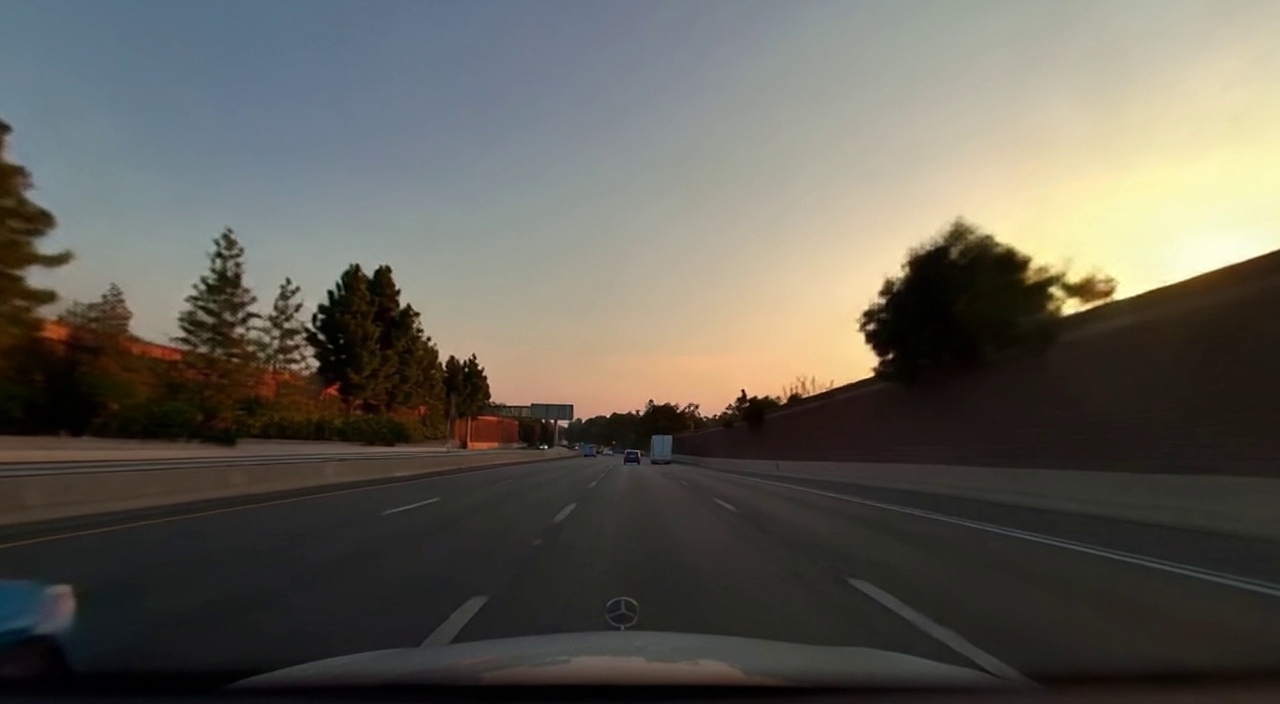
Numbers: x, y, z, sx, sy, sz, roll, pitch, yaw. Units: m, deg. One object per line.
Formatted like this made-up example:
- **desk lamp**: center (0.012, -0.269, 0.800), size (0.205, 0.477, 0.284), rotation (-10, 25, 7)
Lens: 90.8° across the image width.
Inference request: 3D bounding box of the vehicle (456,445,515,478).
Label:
- **vehicle**: center (-7.458, 5.307, 30.804), size (1.915, 1.479, 3.843), rotation (0, -9, 0)

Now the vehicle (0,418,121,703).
- **vehicle**: center (-4.198, 0.852, 1.582), size (2.090, 1.487, 4.276), rotation (0, -9, 1)
